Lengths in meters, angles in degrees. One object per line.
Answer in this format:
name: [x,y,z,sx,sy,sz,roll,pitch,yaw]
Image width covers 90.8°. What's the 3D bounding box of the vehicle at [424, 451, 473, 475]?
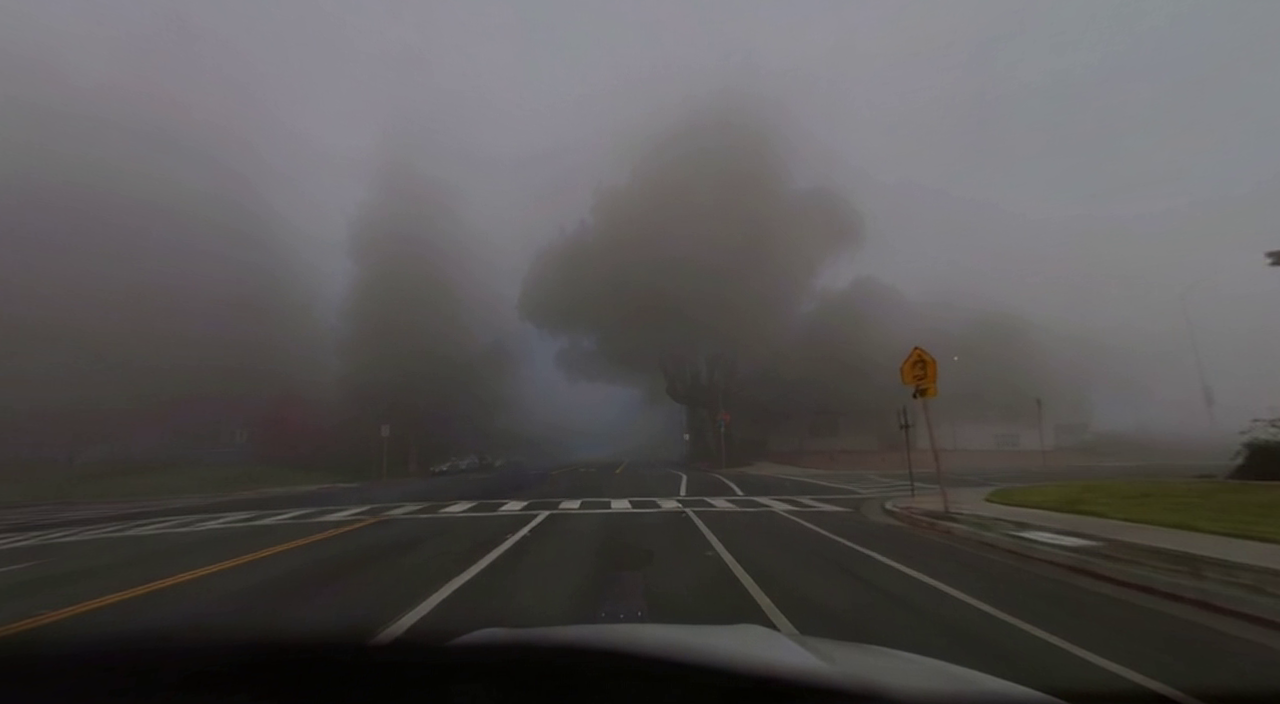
vehicle: [-14.604,8.532,48.484,2.085,1.685,4.523,-1,-10,3]
